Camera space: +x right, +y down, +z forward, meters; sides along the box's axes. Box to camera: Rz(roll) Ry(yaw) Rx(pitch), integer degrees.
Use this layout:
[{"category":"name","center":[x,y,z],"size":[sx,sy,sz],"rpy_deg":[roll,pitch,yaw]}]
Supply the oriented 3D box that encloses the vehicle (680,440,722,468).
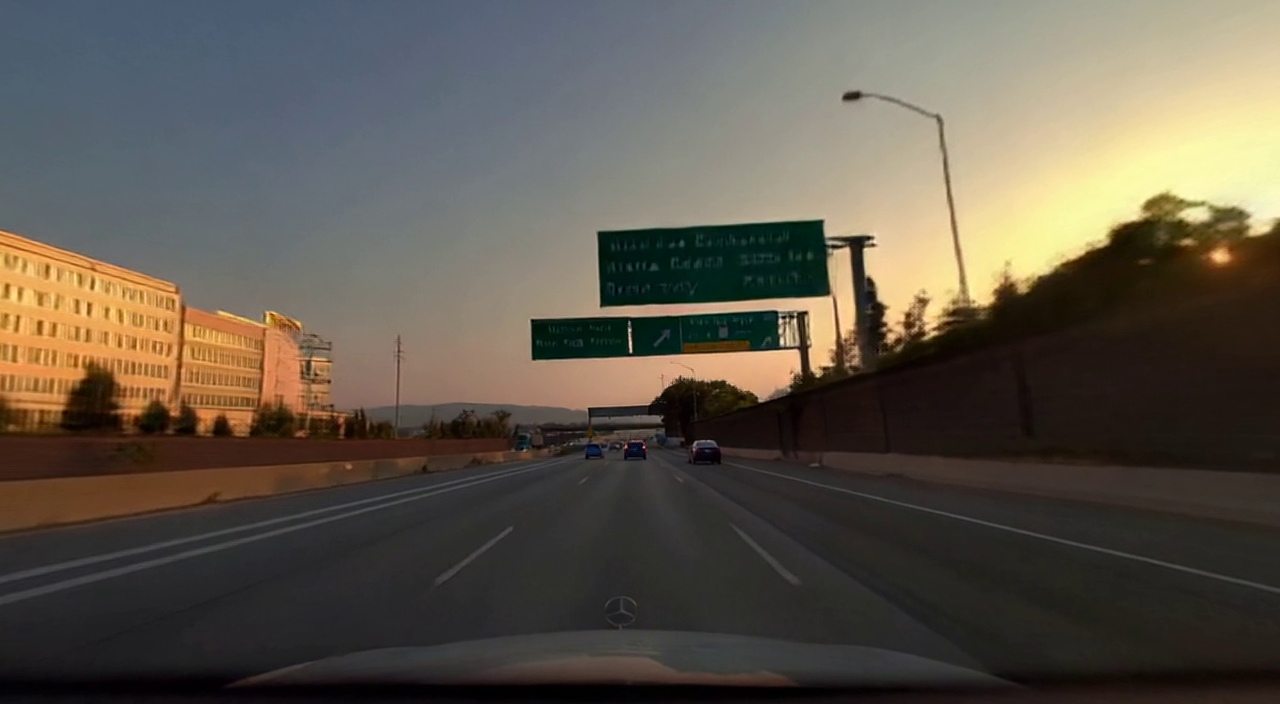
[{"category":"vehicle","center":[3.515,5.937,36.767],"size":[1.992,1.532,3.996],"rpy_deg":[0,-8,-1]}]
